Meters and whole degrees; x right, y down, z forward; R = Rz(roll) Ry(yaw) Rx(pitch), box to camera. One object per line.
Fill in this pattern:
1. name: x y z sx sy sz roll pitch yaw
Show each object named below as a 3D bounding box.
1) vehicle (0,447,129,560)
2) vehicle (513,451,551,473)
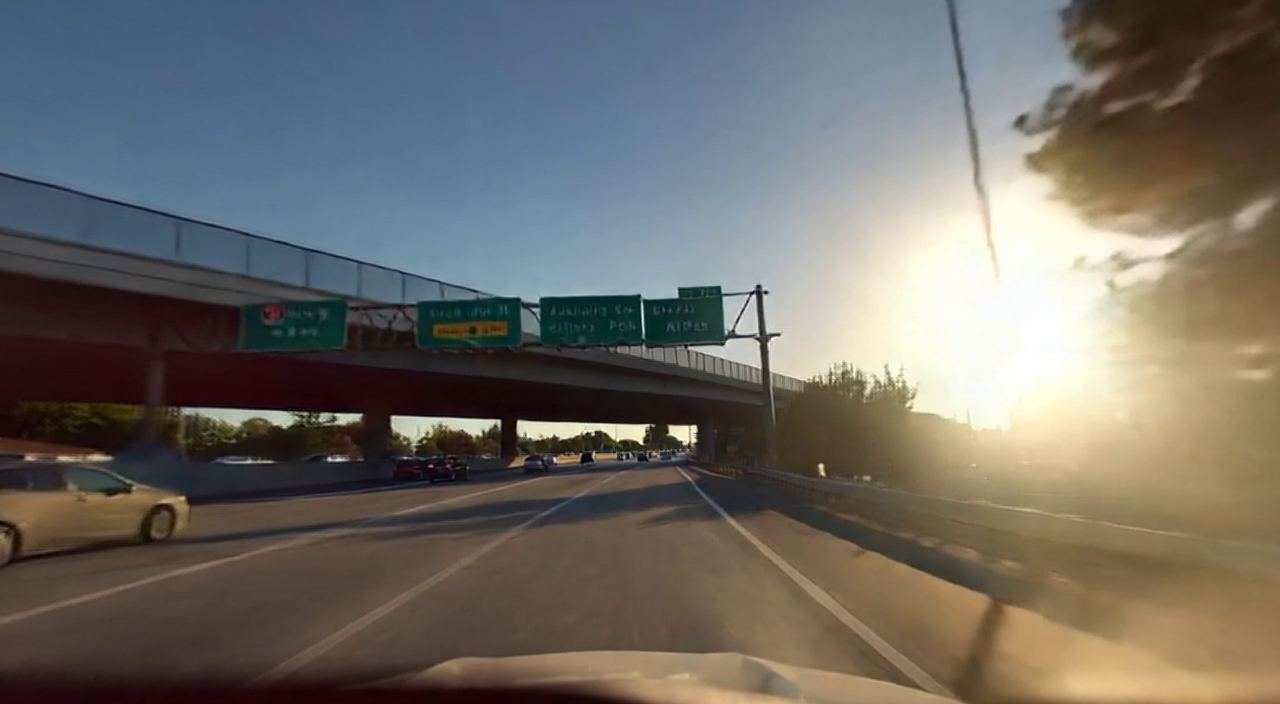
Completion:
1. vehicle: -9.640 2.067 8.540 1.829 1.520 4.505 -1 -9 -3
2. vehicle: -7.876 8.065 46.454 2.271 1.537 4.029 -1 -9 -2
